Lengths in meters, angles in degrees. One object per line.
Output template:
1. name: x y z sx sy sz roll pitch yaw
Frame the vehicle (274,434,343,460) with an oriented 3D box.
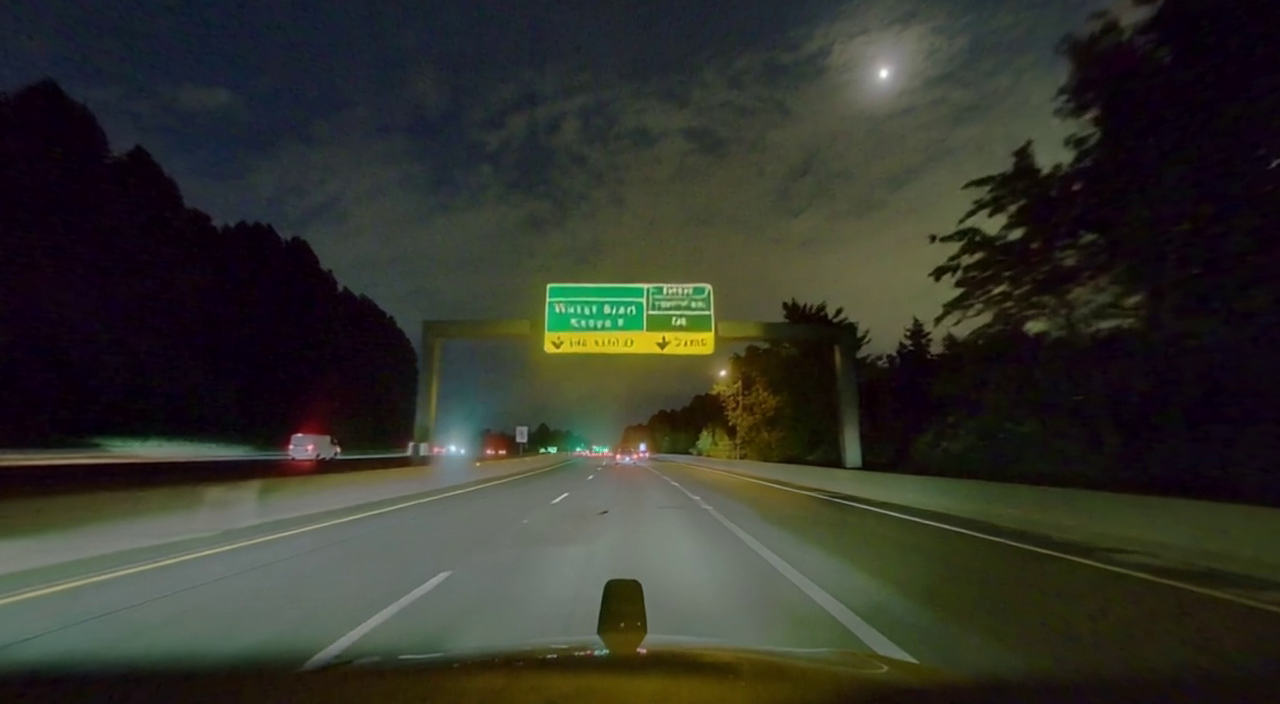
1. vehicle: -19.616 5.648 37.519 1.901 1.465 4.173 0 -9 -1
